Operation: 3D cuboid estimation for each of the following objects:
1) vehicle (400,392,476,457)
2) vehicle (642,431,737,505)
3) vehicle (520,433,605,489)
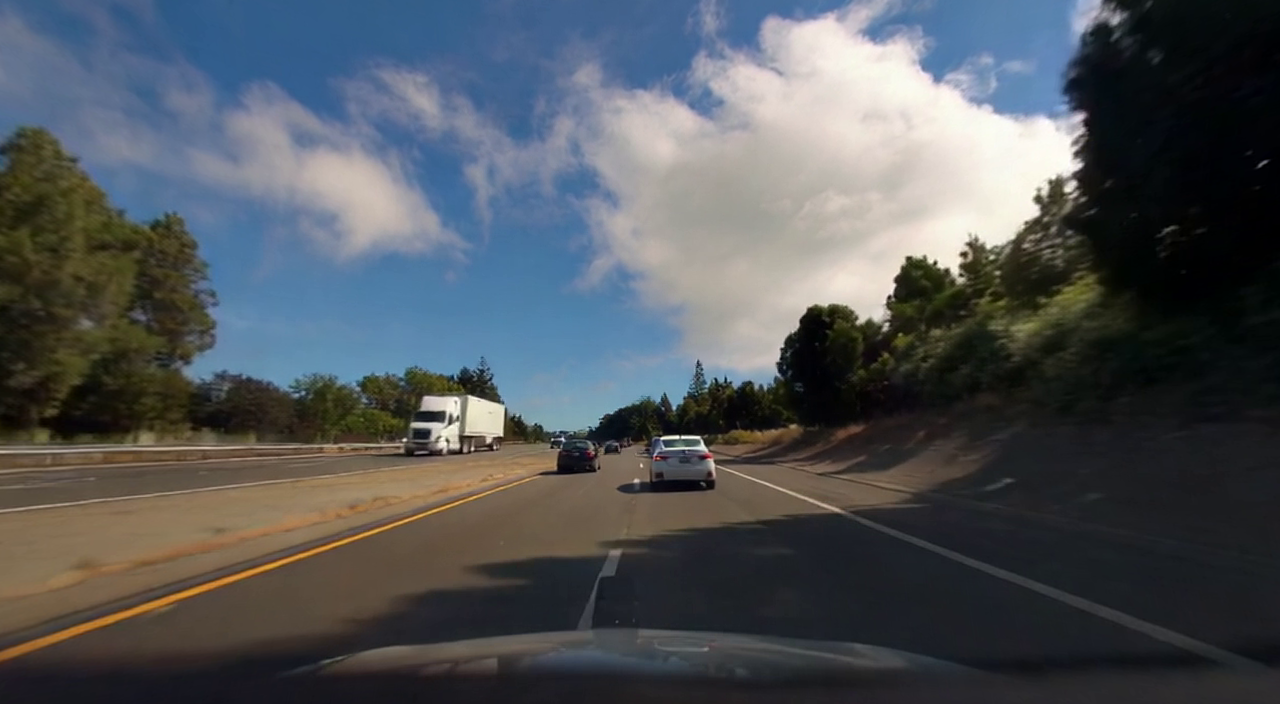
[{"bbox_3d":[-13.458,4.952,42.589,2.979,4.027,6.468,0,-8,0],"label":"vehicle"},{"bbox_3d":[1.089,2.894,16.246,2.055,1.566,5.046,-1,-8,0],"label":"vehicle"},{"bbox_3d":[-2.334,3.432,20.176,2.178,1.559,4.254,0,-8,0],"label":"vehicle"}]
